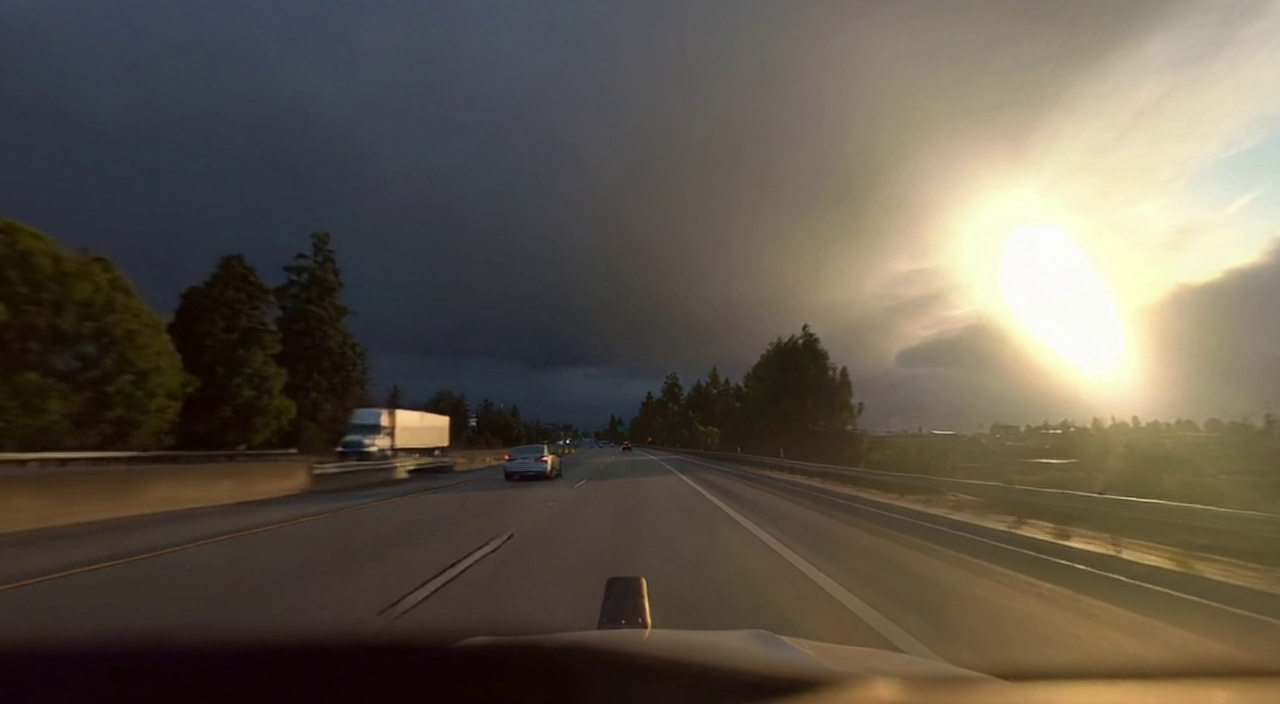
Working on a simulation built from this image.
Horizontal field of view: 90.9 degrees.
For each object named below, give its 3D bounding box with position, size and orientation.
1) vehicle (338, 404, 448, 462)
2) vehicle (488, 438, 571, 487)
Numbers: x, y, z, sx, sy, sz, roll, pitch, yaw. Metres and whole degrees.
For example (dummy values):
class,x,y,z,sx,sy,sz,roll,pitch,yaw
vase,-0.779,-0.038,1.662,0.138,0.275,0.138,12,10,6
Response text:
class,x,y,z,sx,sy,sz,roll,pitch,yaw
vehicle,-17.690,6.191,46.781,2.973,3.650,13.844,0,-9,-2
vehicle,-3.863,3.967,22.937,2.083,1.560,4.713,0,-9,1
